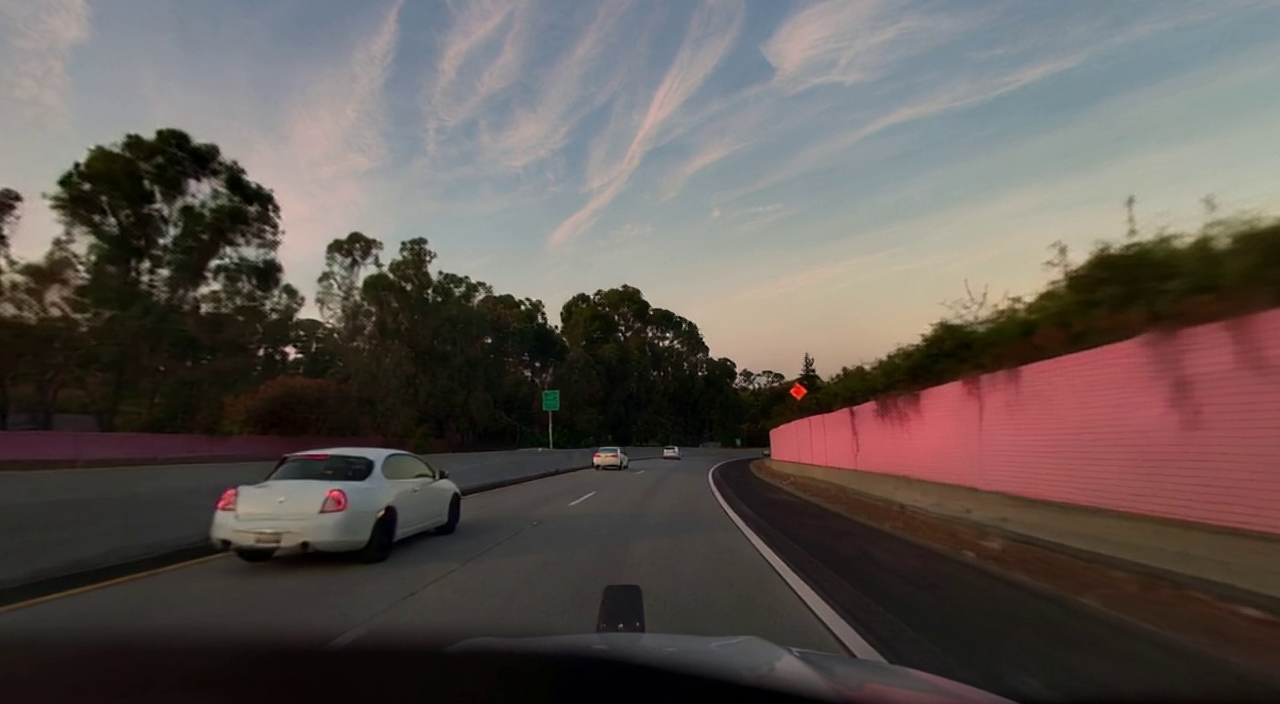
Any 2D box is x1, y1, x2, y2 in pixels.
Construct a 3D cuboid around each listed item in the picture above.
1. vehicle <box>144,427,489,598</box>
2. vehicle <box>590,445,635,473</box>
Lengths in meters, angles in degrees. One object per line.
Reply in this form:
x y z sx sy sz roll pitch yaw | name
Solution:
-3.316 1.705 7.543 1.884 1.469 3.959 -1 -9 2 | vehicle
-1.422 5.738 34.069 1.746 1.405 4.339 -1 -9 7 | vehicle
